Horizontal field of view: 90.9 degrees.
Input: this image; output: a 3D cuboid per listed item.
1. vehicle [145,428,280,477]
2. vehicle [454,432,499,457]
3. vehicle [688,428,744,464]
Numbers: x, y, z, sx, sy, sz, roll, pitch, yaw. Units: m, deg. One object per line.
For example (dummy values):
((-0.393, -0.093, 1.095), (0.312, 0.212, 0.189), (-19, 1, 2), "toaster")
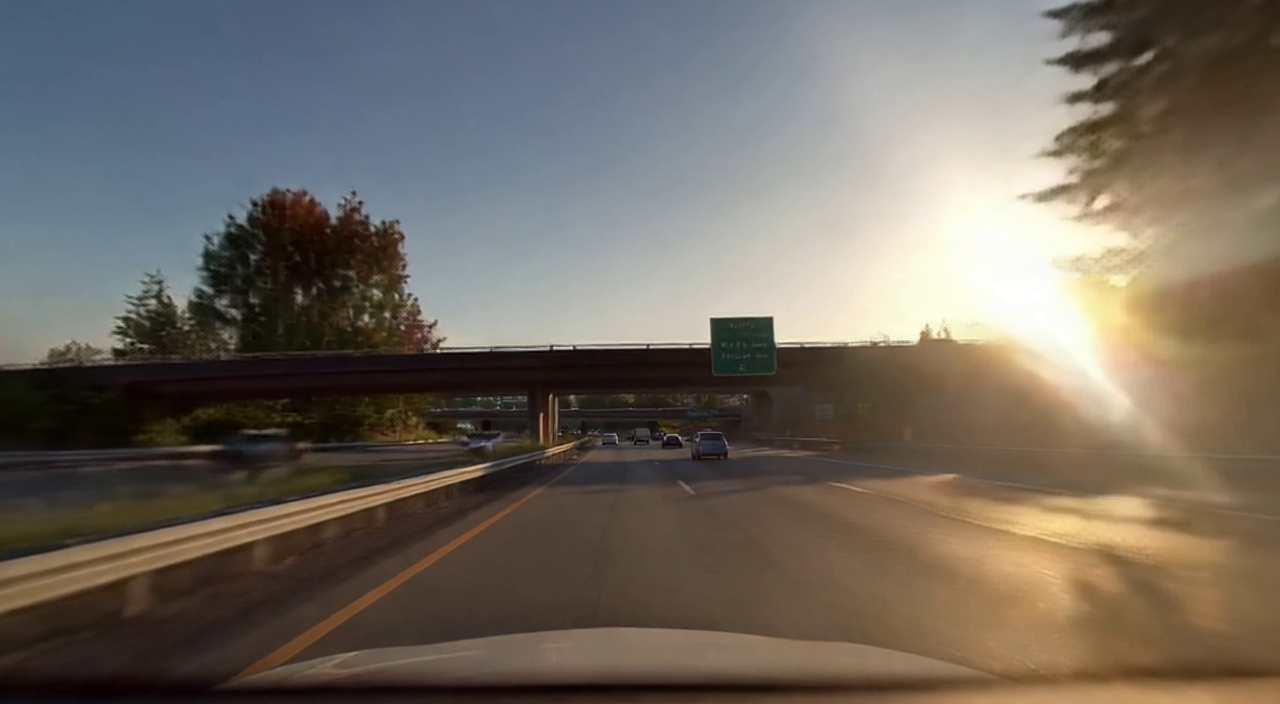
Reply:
((-14.033, 3.309, 21.003), (1.896, 1.460, 3.804), (0, -8, -2), "vehicle")
((-9.855, 5.580, 38.179), (1.815, 1.452, 3.760), (0, -8, -1), "vehicle")
((3.434, 4.338, 29.291), (1.938, 1.578, 3.764), (0, -8, -3), "vehicle")
